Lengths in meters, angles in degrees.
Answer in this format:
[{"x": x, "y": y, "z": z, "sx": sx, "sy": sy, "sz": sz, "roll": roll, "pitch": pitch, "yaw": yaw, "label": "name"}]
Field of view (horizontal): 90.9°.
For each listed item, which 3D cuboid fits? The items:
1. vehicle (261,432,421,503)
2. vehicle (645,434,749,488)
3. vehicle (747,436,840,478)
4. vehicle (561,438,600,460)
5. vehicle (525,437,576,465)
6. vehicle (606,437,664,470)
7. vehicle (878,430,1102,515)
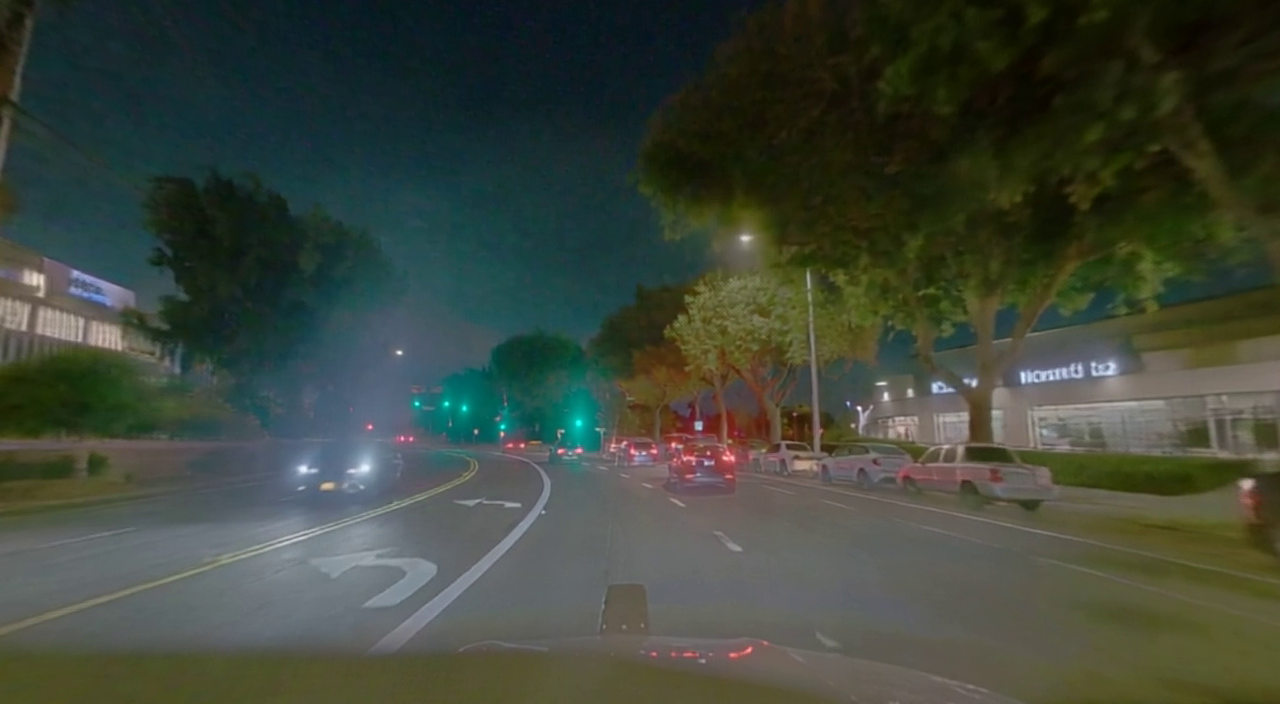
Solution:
[{"x": -7.239, "y": 2.822, "z": 15.885, "sx": 2.325, "sy": 1.509, "sz": 4.340, "roll": 1, "pitch": -9, "yaw": -7, "label": "vehicle"}, {"x": 1.619, "y": 3.363, "z": 19.744, "sx": 2.280, "sy": 1.472, "sz": 4.426, "roll": 1, "pitch": -9, "yaw": -8, "label": "vehicle"}, {"x": 5.803, "y": 4.031, "z": 24.408, "sx": 1.820, "sy": 1.450, "sz": 4.408, "roll": 2, "pitch": -9, "yaw": -10, "label": "vehicle"}, {"x": -4.318, "y": 6.953, "z": 45.150, "sx": 1.957, "sy": 1.463, "sz": 4.701, "roll": 2, "pitch": -9, "yaw": -15, "label": "vehicle"}, {"x": -5.414, "y": 5.881, "z": 37.608, "sx": 2.308, "sy": 1.535, "sz": 4.811, "roll": 2, "pitch": -9, "yaw": -16, "label": "vehicle"}, {"x": -0.325, "y": 4.981, "z": 31.193, "sx": 1.984, "sy": 1.476, "sz": 4.488, "roll": 2, "pitch": -9, "yaw": -12, "label": "vehicle"}, {"x": 7.143, "y": 2.497, "z": 13.590, "sx": 1.890, "sy": 1.488, "sz": 4.567, "roll": 1, "pitch": -8, "yaw": -5, "label": "vehicle"}]
